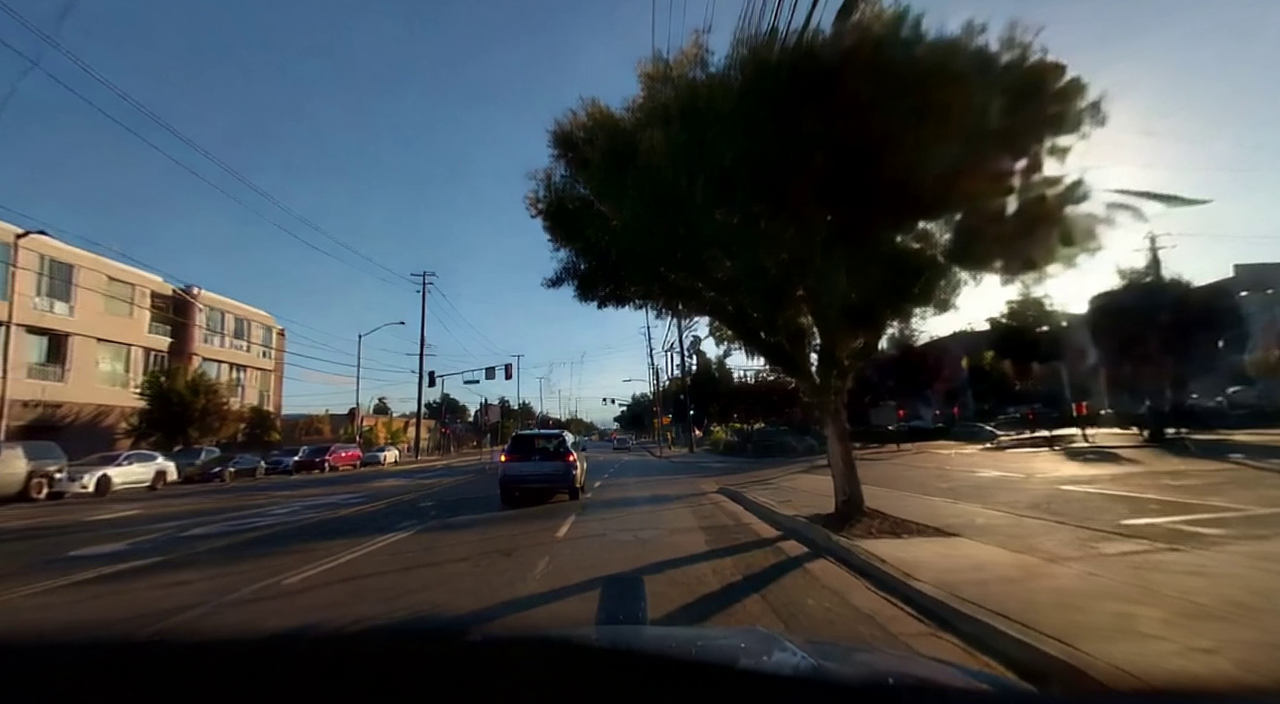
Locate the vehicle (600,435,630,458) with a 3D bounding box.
[{"bbox_3d":[-1.860,7.222,48.141,2.144,1.681,3.855,0,-9,-1],"label":"vehicle"}]

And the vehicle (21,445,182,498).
[{"bbox_3d":[-20.512,4.539,24.445,2.015,1.815,4.856,0,-9,-2],"label":"vehicle"}]

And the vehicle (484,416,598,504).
[{"bbox_3d":[-2.126,2.483,14.820,2.022,1.757,4.041,0,-8,0],"label":"vehicle"}]

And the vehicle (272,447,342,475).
[{"bbox_3d":[-20.904,6.832,39.884,1.989,1.689,4.388,0,-9,1],"label":"vehicle"}]

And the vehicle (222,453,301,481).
[{"bbox_3d":[-20.902,6.336,35.097,1.790,1.415,4.450,0,-9,-2],"label":"vehicle"}]
